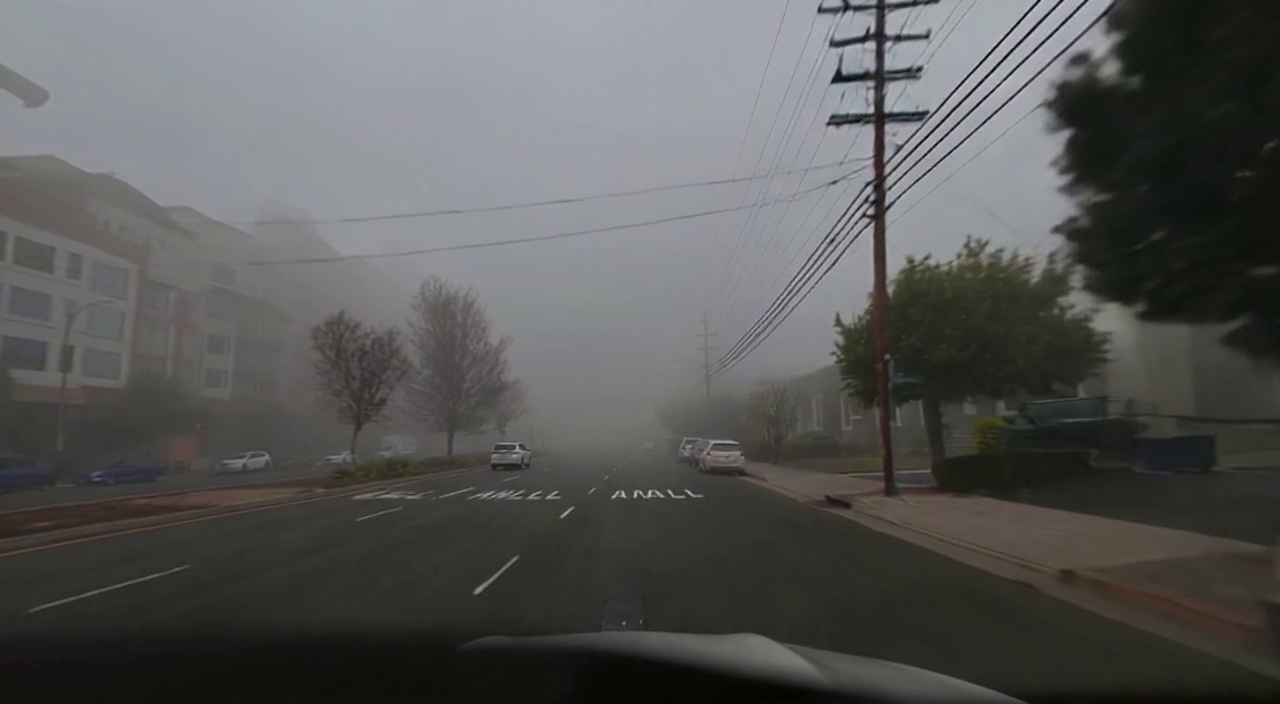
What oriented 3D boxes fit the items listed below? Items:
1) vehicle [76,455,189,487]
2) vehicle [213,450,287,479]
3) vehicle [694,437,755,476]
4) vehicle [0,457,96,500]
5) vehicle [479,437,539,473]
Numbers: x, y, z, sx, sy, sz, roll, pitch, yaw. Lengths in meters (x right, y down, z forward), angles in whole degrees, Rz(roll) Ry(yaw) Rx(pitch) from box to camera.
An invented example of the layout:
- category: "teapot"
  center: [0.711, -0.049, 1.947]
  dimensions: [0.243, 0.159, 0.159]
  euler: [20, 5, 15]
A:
- category: "vehicle"
  center: [-25.807, 6.054, 32.314]
  dimensions: [1.935, 1.487, 4.600]
  euler: [-1, -10, 0]
- category: "vehicle"
  center: [-25.752, 7.405, 41.851]
  dimensions: [1.959, 1.707, 4.481]
  euler: [0, -8, 0]
- category: "vehicle"
  center: [3.665, 4.606, 28.087]
  dimensions: [2.048, 1.556, 4.753]
  euler: [0, -8, 0]
- category: "vehicle"
  center: [-25.860, 5.359, 26.635]
  dimensions: [1.857, 1.472, 4.422]
  euler: [-4, -7, 1]
- category: "vehicle"
  center: [-6.517, 5.176, 31.950]
  dimensions: [2.000, 1.671, 4.497]
  euler: [0, -8, 1]
